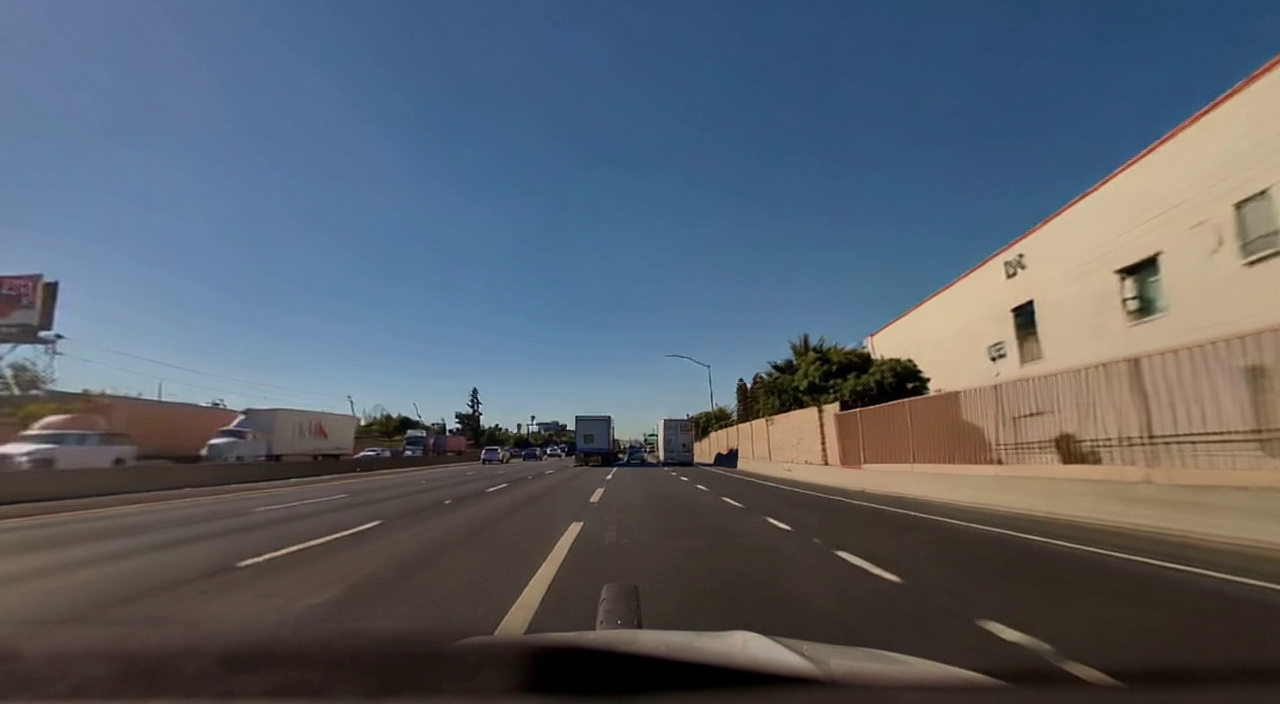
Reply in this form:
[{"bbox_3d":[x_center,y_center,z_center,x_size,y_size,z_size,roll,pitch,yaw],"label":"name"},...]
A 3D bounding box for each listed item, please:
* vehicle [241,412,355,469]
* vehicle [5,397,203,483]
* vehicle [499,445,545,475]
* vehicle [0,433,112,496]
[{"bbox_3d":[-23.414,6.219,44.126,2.915,3.535,9.511,0,-9,-2],"label":"vehicle"},{"bbox_3d":[-26.889,4.553,32.564,2.985,3.820,8.369,0,-9,-2],"label":"vehicle"},{"bbox_3d":[-7.079,6.469,38.284,2.132,1.679,4.045,0,-9,-2],"label":"vehicle"},{"bbox_3d":[-18.904,3.251,18.381,2.180,1.717,5.809,0,-9,-1],"label":"vehicle"}]
